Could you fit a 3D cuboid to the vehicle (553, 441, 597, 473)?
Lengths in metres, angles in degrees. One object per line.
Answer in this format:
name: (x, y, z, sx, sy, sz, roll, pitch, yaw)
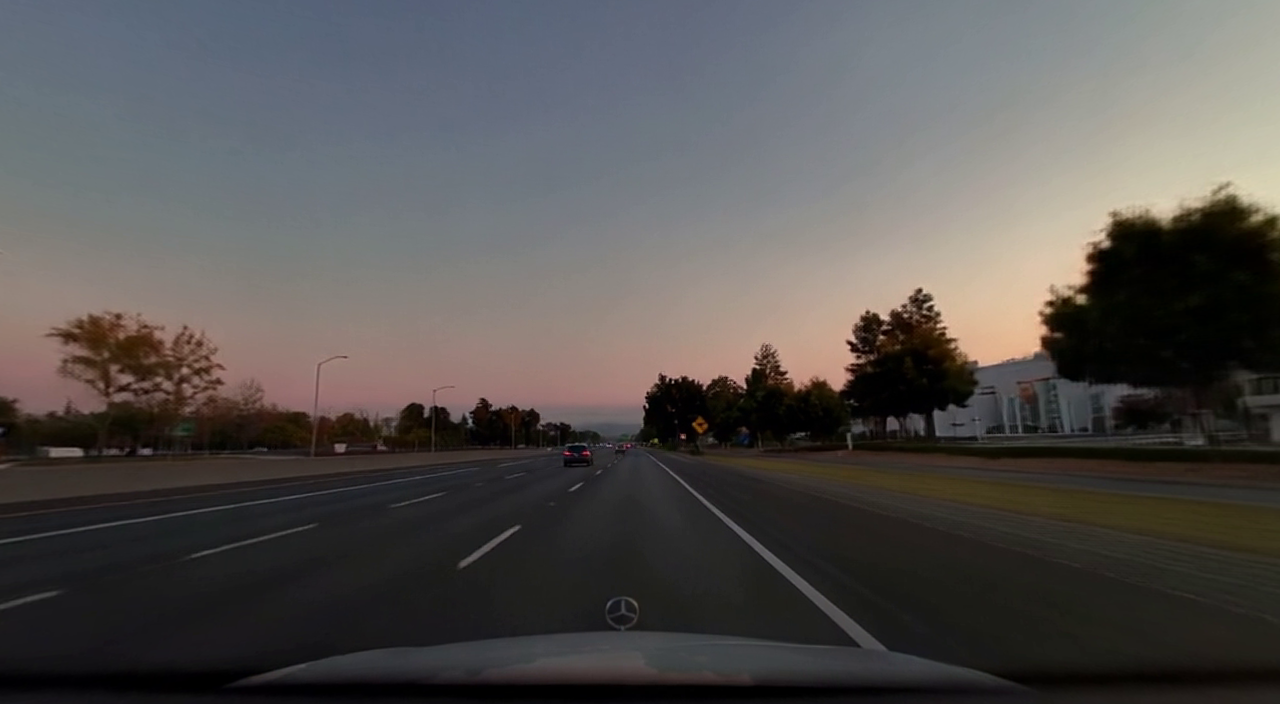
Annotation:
vehicle: (-3.872, 6.348, 38.423, 2.150, 1.761, 4.697, 0, -8, 0)
